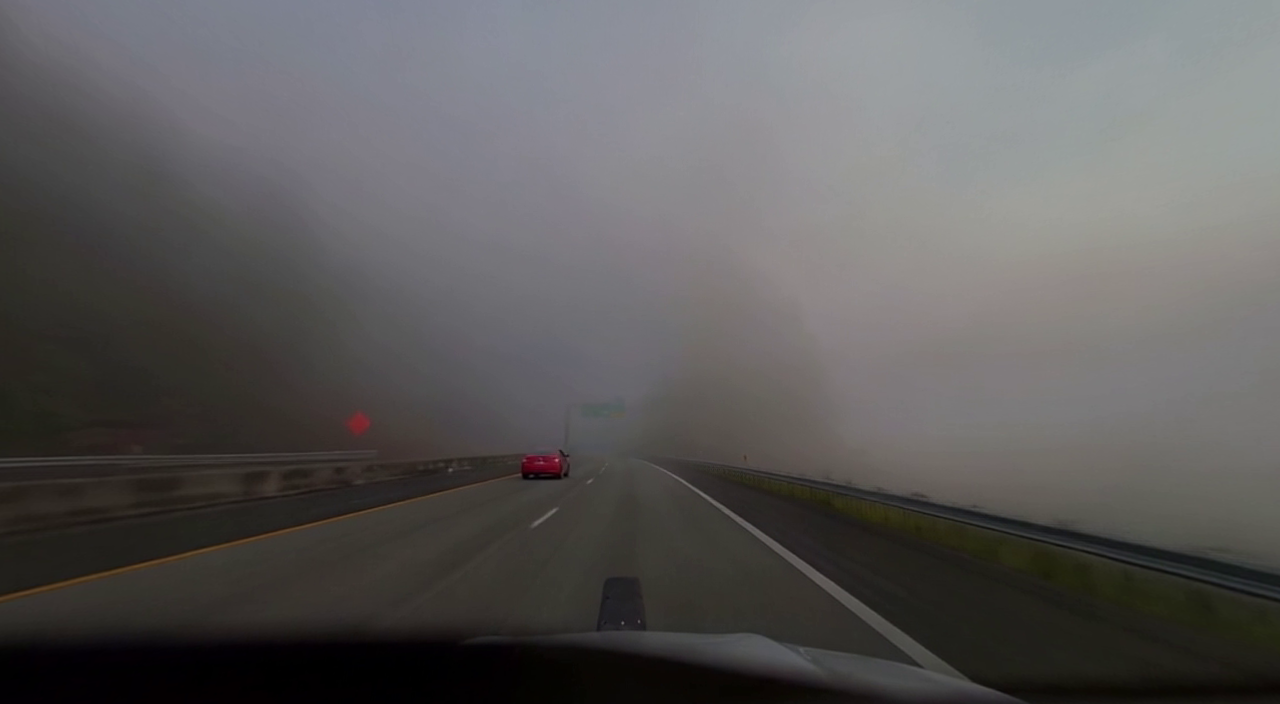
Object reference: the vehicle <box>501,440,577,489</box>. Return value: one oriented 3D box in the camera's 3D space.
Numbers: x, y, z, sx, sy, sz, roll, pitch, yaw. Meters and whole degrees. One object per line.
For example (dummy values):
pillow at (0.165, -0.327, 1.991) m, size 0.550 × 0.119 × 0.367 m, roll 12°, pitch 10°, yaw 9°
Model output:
vehicle at (-3.403, 3.864, 22.000) m, size 1.990 × 1.532 × 3.911 m, roll 0°, pitch -9°, yaw 0°
